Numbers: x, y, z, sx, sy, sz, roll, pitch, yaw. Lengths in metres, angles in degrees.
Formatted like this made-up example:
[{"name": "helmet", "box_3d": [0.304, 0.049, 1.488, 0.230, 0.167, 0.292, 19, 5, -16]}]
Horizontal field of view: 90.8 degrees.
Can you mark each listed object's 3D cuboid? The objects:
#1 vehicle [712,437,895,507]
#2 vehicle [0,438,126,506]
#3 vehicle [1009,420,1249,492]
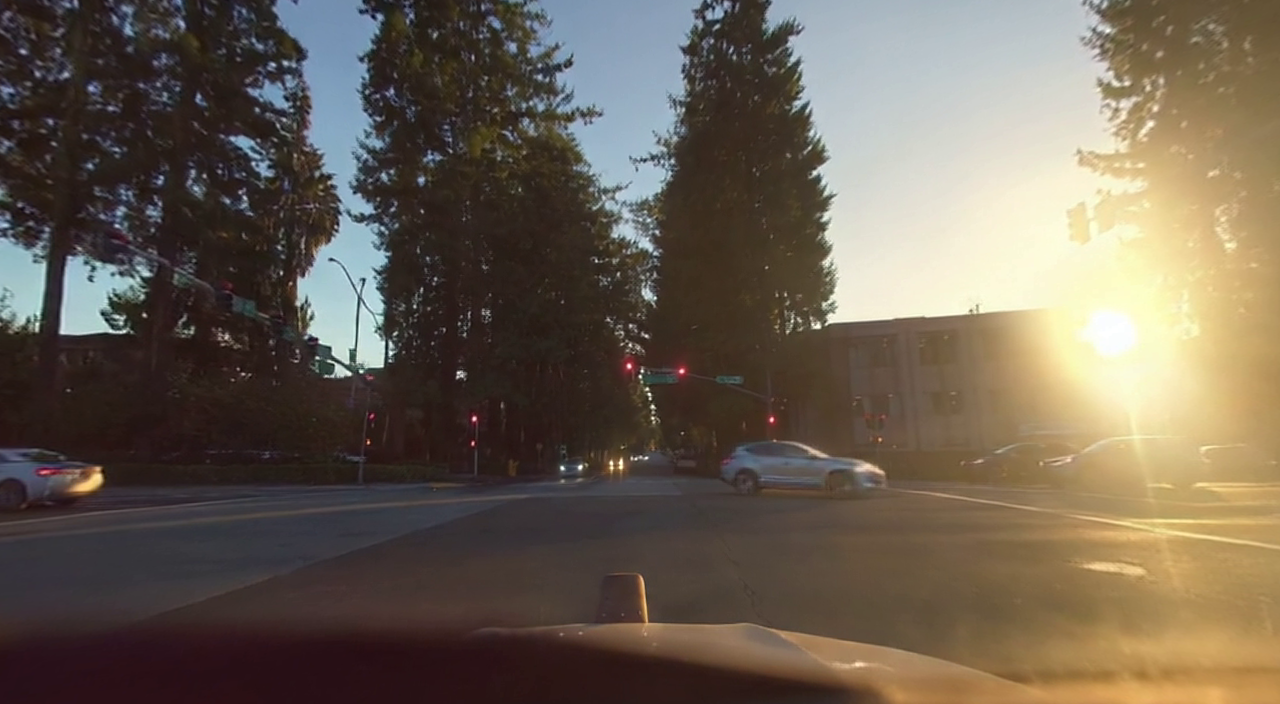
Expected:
[{"name": "vehicle", "box_3d": [4.628, 3.412, 18.508, 2.162, 1.740, 4.728, 8, -11, -42]}, {"name": "vehicle", "box_3d": [-18.195, 3.405, 18.025, 4.798, 1.763, 2.536, -1, -10, 1]}, {"name": "vehicle", "box_3d": [17.025, 3.664, 22.358, 6.109, 2.348, 2.683, 0, -8, 2]}]
